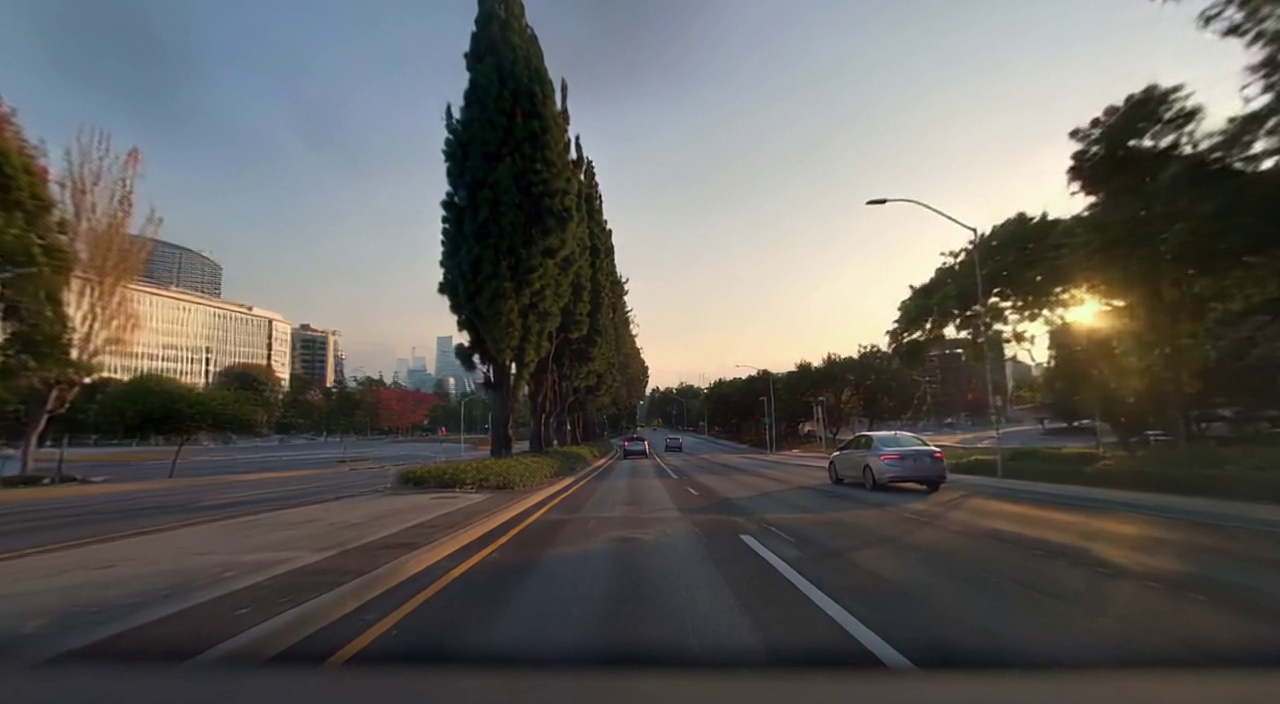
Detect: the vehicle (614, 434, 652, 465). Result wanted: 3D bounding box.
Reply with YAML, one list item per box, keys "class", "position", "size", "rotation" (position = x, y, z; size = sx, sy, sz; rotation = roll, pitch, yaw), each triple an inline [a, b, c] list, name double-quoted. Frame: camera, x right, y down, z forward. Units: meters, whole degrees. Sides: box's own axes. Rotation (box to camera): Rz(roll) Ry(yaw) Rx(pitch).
- class: "vehicle"
  position: [-0.374, 5.999, 38.928]
  size: [2.193, 1.794, 4.457]
  rotation: [0, -8, 0]

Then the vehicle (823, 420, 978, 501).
- class: "vehicle"
  position: [6.580, 2.801, 16.658]
  size: [2.026, 1.804, 4.565]
  rotation: [0, -8, -1]
